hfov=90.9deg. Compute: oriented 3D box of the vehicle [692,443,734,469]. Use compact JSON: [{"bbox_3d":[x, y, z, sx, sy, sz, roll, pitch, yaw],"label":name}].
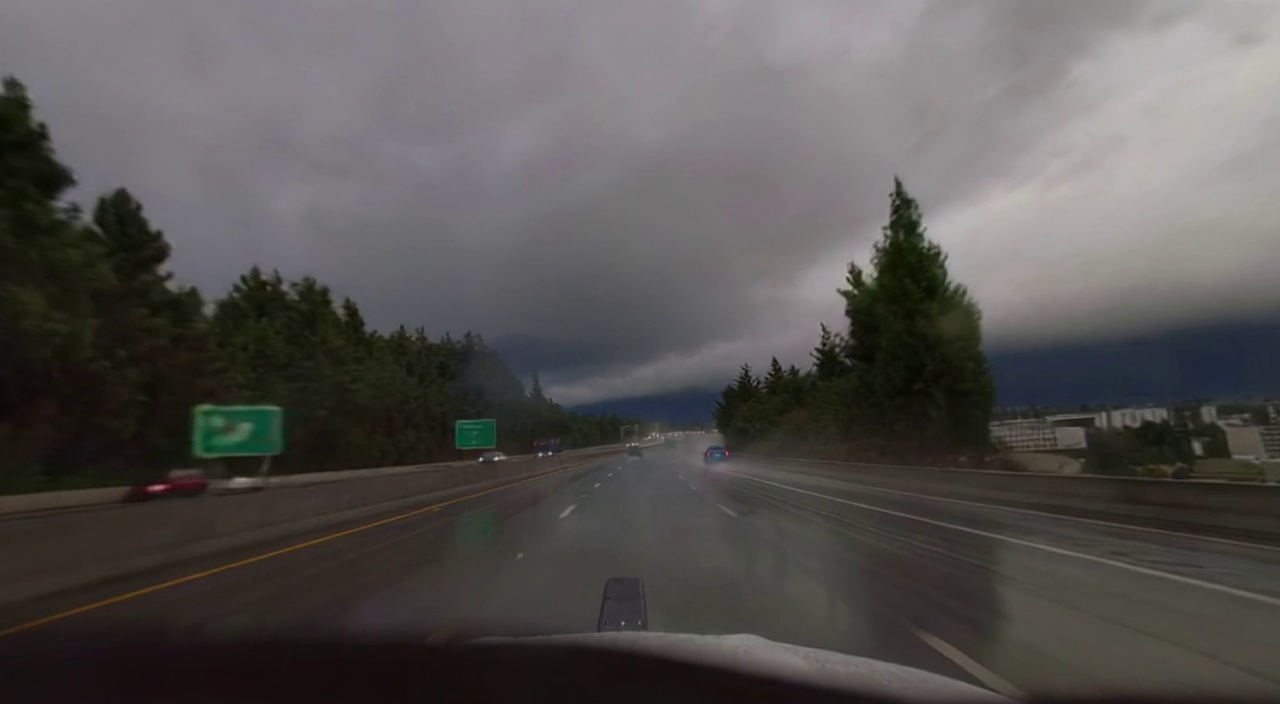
[{"bbox_3d":[4.554,6.609,40.101,2.175,1.574,3.943,0,-9,0],"label":"vehicle"}]
